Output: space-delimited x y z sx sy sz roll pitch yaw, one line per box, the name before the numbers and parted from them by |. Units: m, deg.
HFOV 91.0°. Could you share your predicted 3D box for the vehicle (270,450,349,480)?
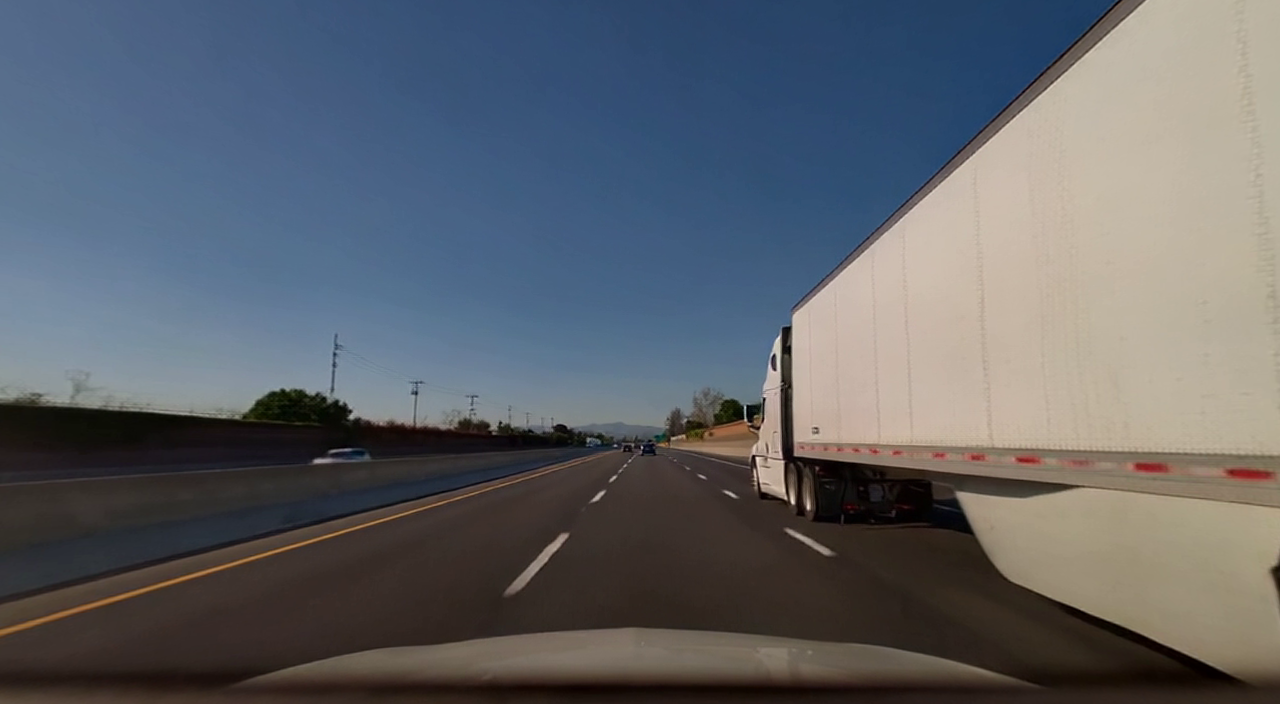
vehicle | -18.387 6.304 35.301 1.874 1.508 4.589 0 -8 1
